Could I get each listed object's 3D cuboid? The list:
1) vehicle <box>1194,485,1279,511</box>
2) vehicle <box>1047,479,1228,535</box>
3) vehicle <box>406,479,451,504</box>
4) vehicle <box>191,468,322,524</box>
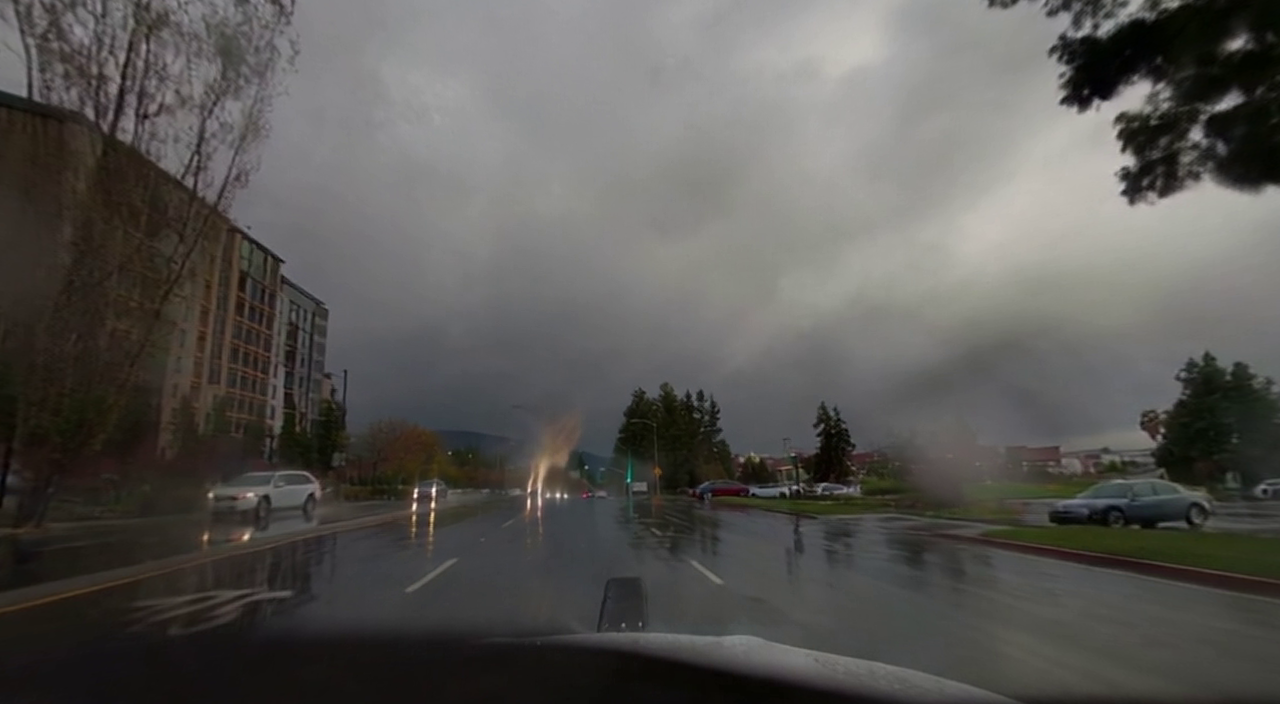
[{"bbox_3d":[43.181,10.502,45.415,1.803,1.498,4.568,1,-9,-3],"label":"vehicle"},{"bbox_3d":[15.603,4.919,19.867,4.030,1.483,1.859,-2,-15,-3],"label":"vehicle"},{"bbox_3d":[-15.400,10.139,45.913,1.941,1.511,4.348,1,-9,-3],"label":"vehicle"},{"bbox_3d":[-13.214,4.948,21.998,2.060,1.618,4.203,1,-9,-3],"label":"vehicle"}]
